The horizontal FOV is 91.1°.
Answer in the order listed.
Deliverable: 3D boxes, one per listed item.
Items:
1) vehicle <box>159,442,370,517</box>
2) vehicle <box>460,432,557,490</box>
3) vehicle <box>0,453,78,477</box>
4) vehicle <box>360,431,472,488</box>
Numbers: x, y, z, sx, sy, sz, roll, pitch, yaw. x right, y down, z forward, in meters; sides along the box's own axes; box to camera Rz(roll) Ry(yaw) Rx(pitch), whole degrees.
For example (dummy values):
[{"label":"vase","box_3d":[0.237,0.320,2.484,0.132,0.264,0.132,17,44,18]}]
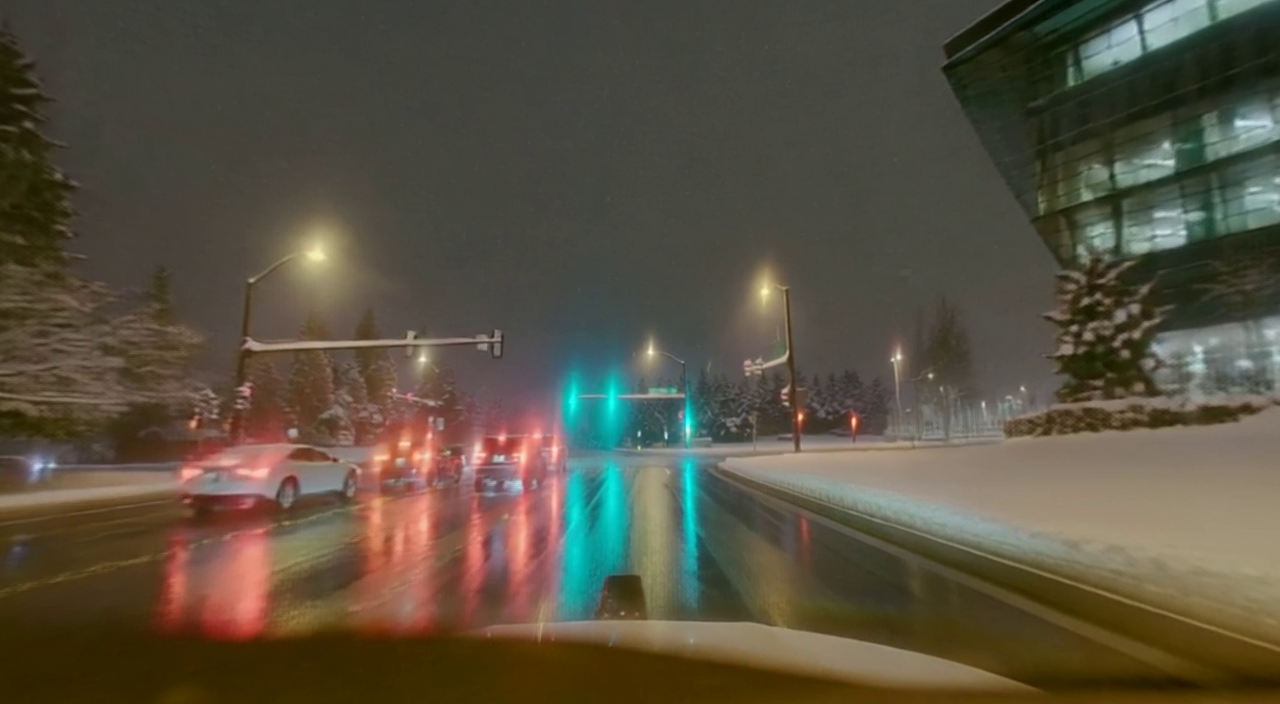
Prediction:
[{"label":"vehicle","box_3d":[-8.261,2.813,14.458,2.030,1.440,4.464,0,-9,1]},{"label":"vehicle","box_3d":[-3.986,3.399,19.864,2.043,1.636,4.320,0,-9,1]},{"label":"vehicle","box_3d":[-44.111,8.182,45.576,4.570,1.714,1.969,0,-9,-2]},{"label":"vehicle","box_3d":[-7.862,3.830,22.645,2.152,1.813,4.751,0,-9,2]}]
